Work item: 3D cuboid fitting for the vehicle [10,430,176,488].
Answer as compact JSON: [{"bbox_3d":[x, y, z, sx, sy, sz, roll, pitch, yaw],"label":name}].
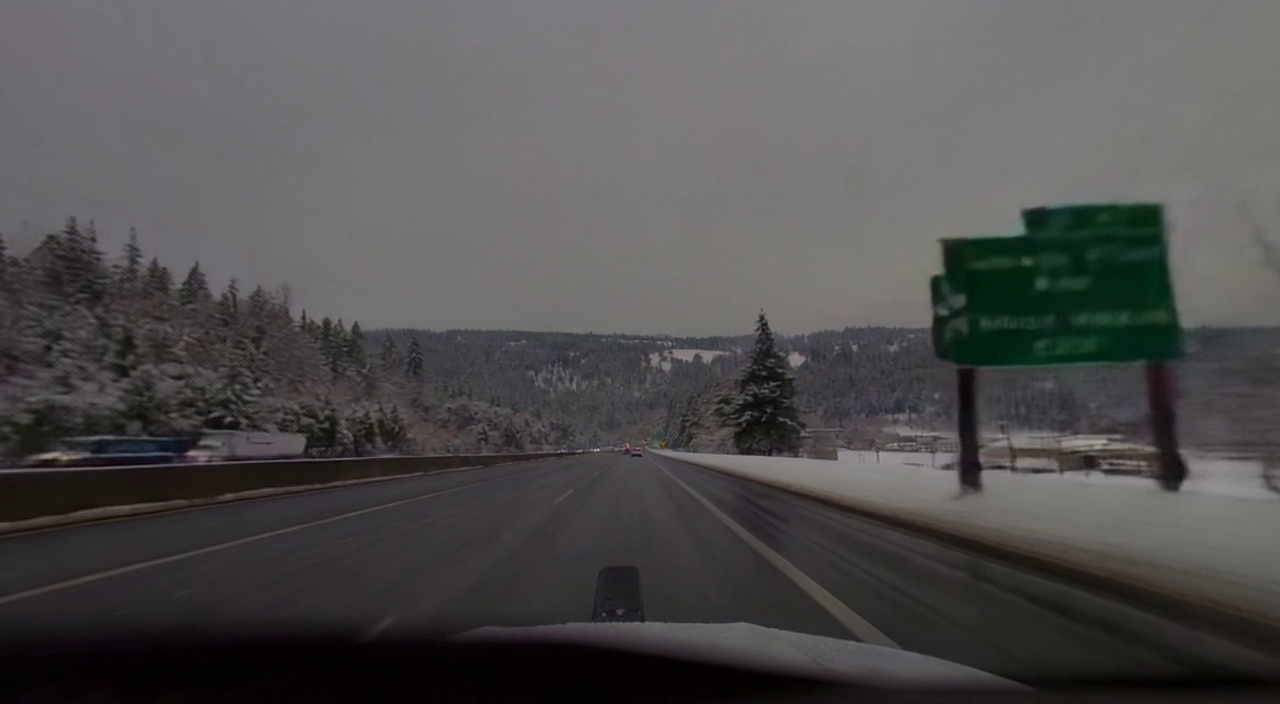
[{"bbox_3d":[-36.641,7.209,42.870,2.933,3.474,9.227,0,-9,0],"label":"vehicle"}]
